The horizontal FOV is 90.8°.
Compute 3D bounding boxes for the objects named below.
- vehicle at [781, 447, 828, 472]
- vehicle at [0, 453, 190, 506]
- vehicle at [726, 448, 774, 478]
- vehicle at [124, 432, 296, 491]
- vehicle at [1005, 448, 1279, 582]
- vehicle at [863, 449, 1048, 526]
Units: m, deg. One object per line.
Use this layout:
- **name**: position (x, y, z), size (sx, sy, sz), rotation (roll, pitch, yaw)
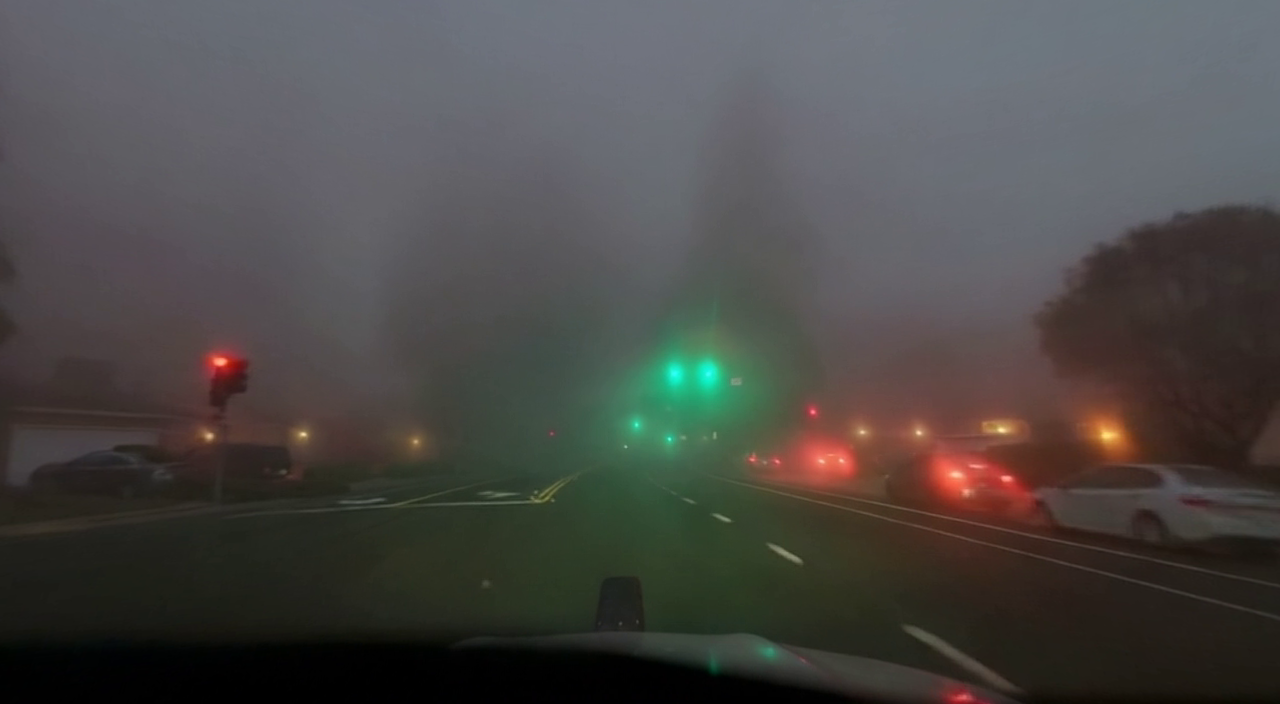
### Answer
- **vehicle**: position (10.618, 6.977, 41.120), size (1.925, 1.490, 4.475), rotation (-1, -9, 1)
- **vehicle**: position (-17.695, 4.106, 20.545), size (4.598, 1.445, 1.973), rotation (-2, -9, 0)
- **vehicle**: position (6.711, 6.794, 39.057), size (2.064, 1.498, 4.877), rotation (6, -8, 1)
- **vehicle**: position (-17.766, 4.558, 26.379), size (5.096, 2.070, 2.687), rotation (2, -9, 2)
- **vehicle**: position (7.978, 2.252, 9.665), size (1.951, 1.528, 4.366), rotation (1, -9, -4)
- **vehicle**: position (7.570, 3.245, 15.854), size (1.934, 1.504, 4.928), rotation (4, -9, -3)
